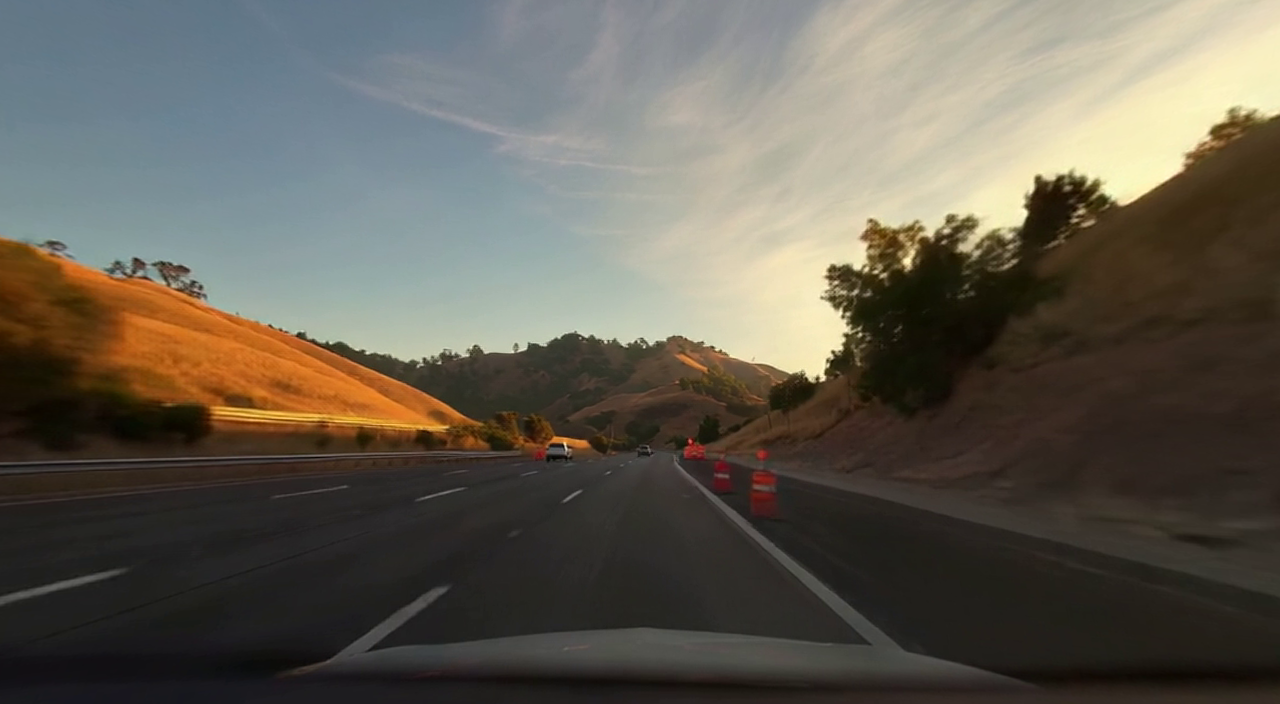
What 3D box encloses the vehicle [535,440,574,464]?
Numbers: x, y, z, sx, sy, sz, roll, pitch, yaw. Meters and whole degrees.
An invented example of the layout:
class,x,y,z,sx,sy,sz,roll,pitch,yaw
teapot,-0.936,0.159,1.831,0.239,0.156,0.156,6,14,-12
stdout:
class,x,y,z,sx,sy,sz,roll,pitch,yaw
vehicle,-6.011,7.032,44.485,2.042,1.585,4.162,0,-8,2
